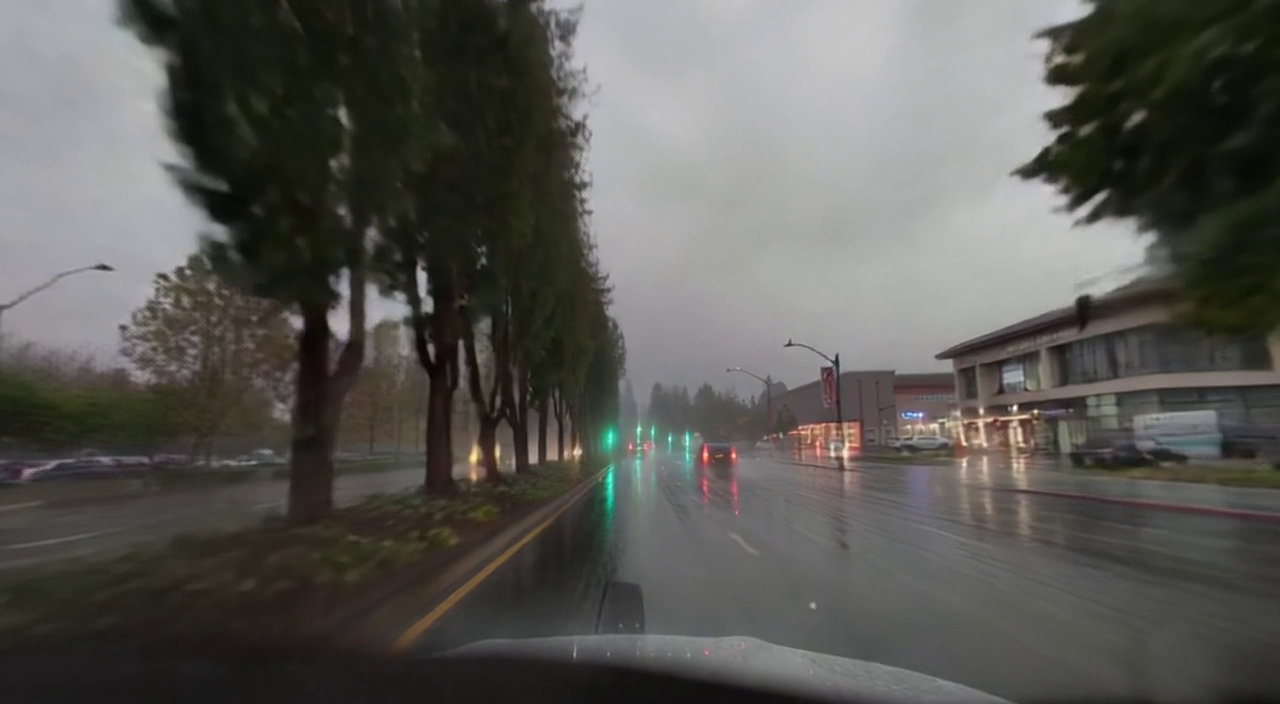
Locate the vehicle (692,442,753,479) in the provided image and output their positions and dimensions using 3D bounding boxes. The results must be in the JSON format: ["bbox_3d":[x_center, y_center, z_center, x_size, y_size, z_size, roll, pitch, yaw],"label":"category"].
[{"bbox_3d":[3.493,4.717,27.679,1.983,1.482,4.463,0,-9,-1],"label":"vehicle"}]

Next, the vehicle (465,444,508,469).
[{"bbox_3d":[-11.921,8.155,49.449,2.116,1.789,4.889,0,-9,0],"label":"vehicle"}]
